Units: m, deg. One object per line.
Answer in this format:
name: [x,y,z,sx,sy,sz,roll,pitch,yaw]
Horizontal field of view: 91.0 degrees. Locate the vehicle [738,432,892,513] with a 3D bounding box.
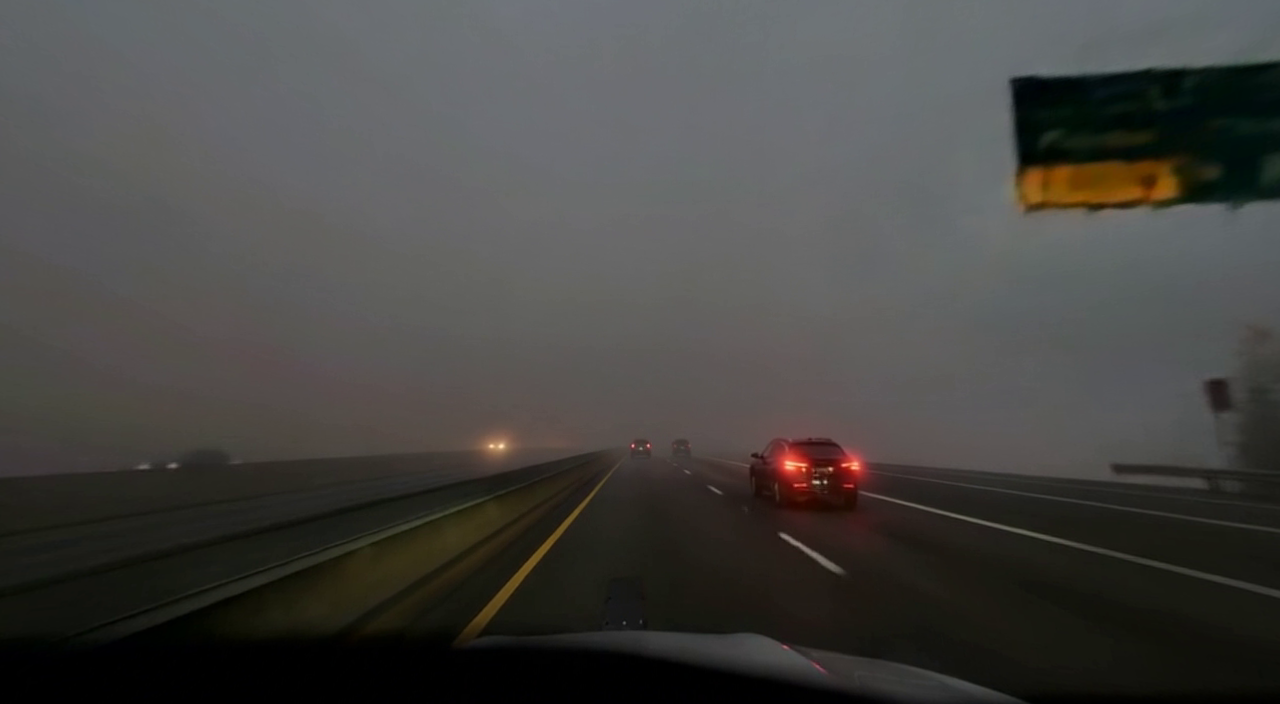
vehicle: [3.587,2.560,13.943,2.091,1.482,4.522,0,-8,0]
